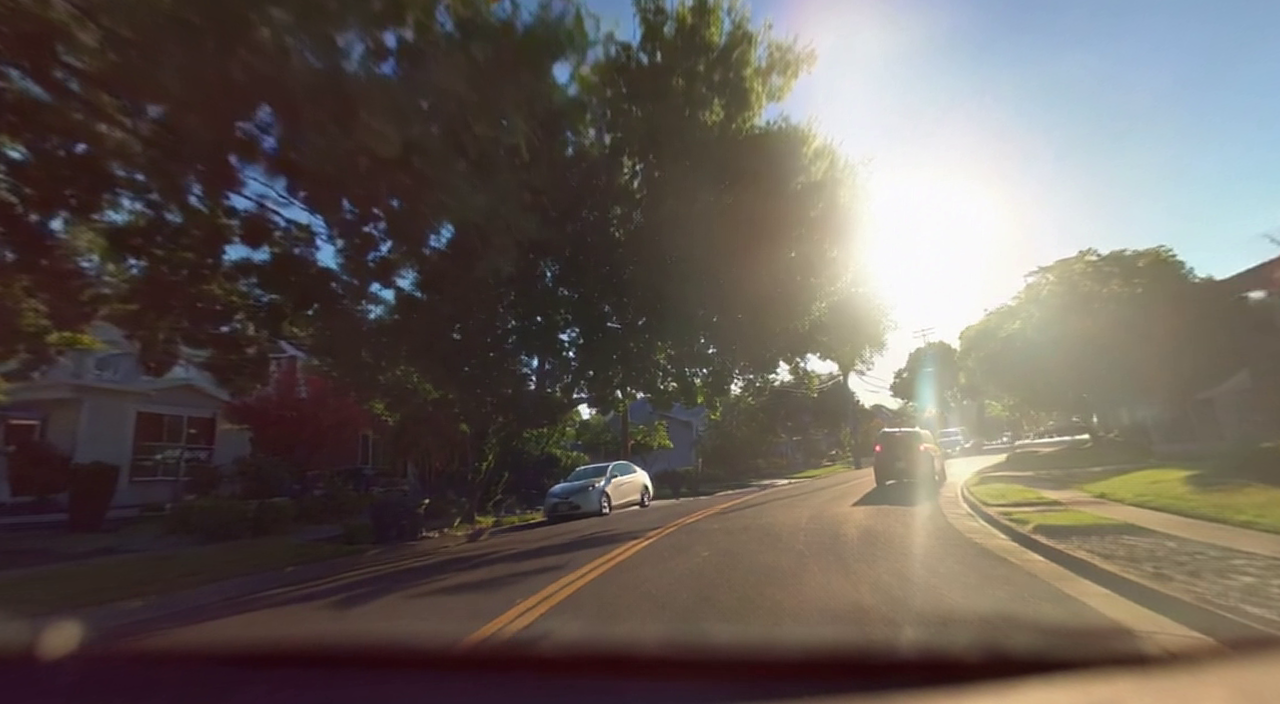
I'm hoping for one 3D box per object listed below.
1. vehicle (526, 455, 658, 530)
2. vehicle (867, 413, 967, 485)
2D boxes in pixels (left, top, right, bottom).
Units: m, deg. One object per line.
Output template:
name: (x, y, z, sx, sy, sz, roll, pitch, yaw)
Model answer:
vehicle: (-1.339, 4.254, 19.769, 2.039, 1.949, 4.511, -5, -10, 27)
vehicle: (8.881, 3.065, 20.026, 2.086, 1.974, 4.890, -6, -10, 31)
